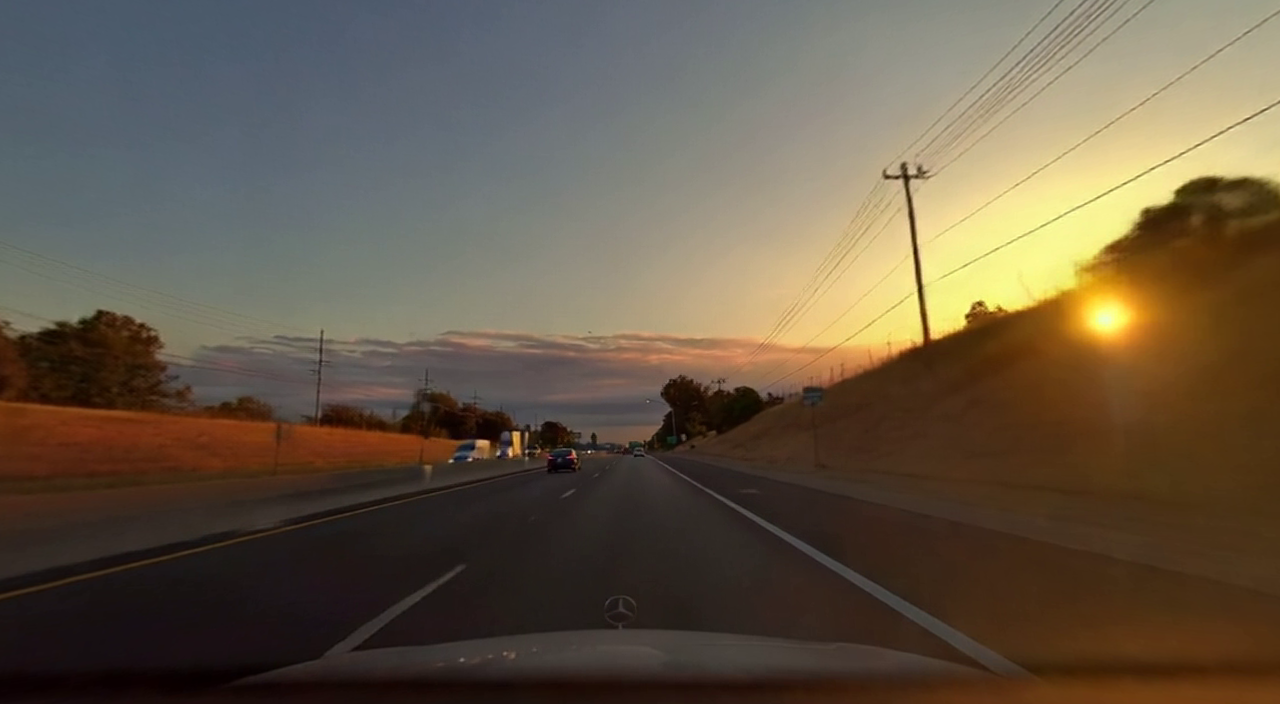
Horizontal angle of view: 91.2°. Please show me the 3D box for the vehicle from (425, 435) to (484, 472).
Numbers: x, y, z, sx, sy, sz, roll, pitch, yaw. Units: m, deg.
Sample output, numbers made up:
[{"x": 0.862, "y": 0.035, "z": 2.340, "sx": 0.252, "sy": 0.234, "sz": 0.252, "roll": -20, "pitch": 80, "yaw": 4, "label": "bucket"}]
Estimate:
[{"x": -13.623, "y": 7.546, "z": 46.586, "sx": 2.240, "sy": 2.488, "sz": 6.830, "roll": 0, "pitch": -9, "yaw": 0, "label": "vehicle"}]

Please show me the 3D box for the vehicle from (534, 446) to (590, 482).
[{"x": -3.621, "y": 5.297, "z": 29.922, "sx": 2.123, "sy": 1.545, "sz": 4.404, "roll": 0, "pitch": -9, "yaw": 0, "label": "vehicle"}]
